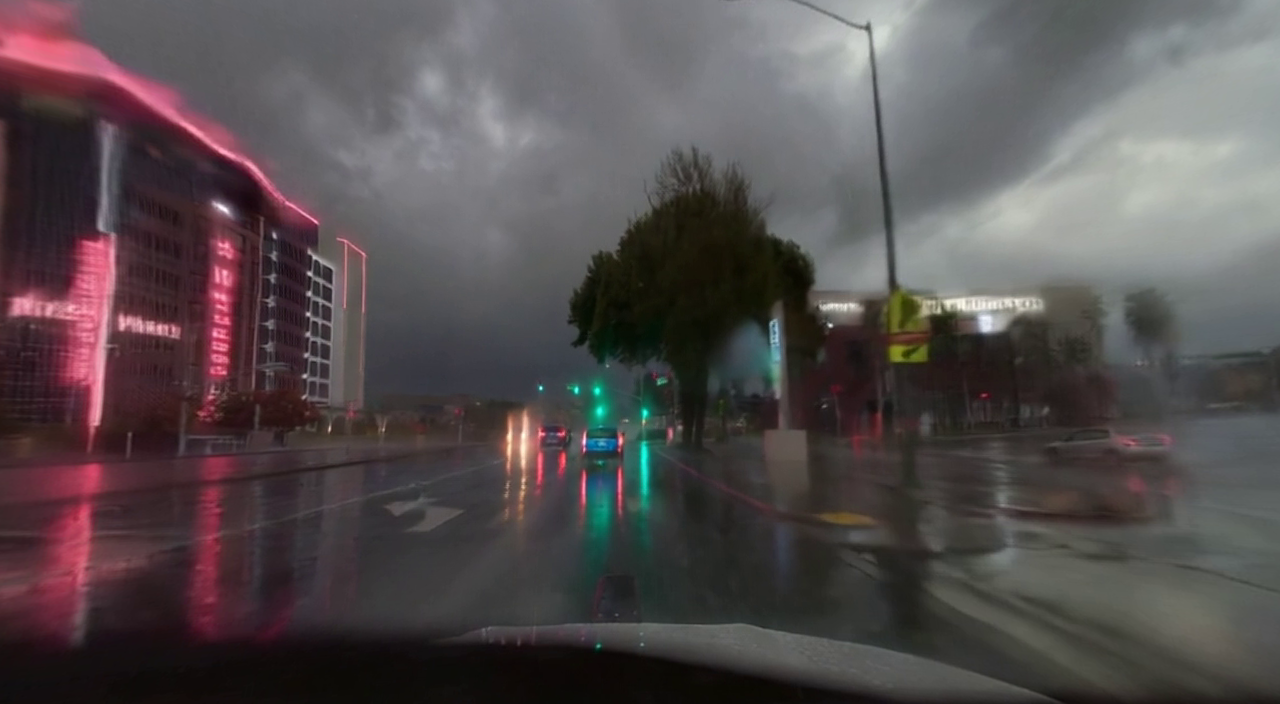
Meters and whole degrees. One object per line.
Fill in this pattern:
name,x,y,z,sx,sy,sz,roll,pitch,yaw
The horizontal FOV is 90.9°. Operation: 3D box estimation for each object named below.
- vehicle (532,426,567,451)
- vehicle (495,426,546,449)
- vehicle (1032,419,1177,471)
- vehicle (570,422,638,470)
vehicle,-5.719,5.506,40.112,2.023,1.485,3.721,0,-8,-6
vehicle,-9.219,6.657,49.056,1.994,1.717,4.380,-3,-8,18
vehicle,19.225,3.994,26.444,1.932,1.762,4.835,0,-13,-7
vehicle,-1.275,3.398,23.030,2.231,1.572,4.227,0,-8,-2
